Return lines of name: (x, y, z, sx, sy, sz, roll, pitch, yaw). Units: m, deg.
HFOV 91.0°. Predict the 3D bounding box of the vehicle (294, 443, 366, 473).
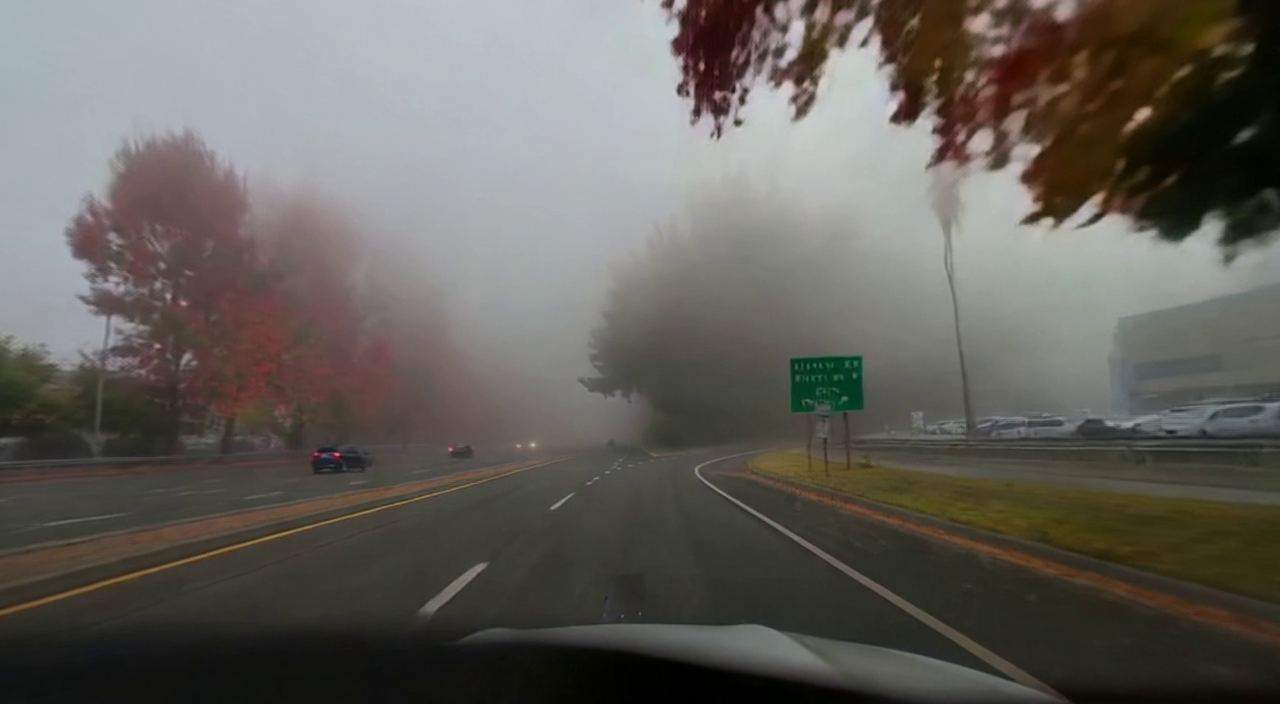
vehicle: (-18.997, 6.504, 38.801, 2.086, 1.706, 4.412, 0, -8, 1)
